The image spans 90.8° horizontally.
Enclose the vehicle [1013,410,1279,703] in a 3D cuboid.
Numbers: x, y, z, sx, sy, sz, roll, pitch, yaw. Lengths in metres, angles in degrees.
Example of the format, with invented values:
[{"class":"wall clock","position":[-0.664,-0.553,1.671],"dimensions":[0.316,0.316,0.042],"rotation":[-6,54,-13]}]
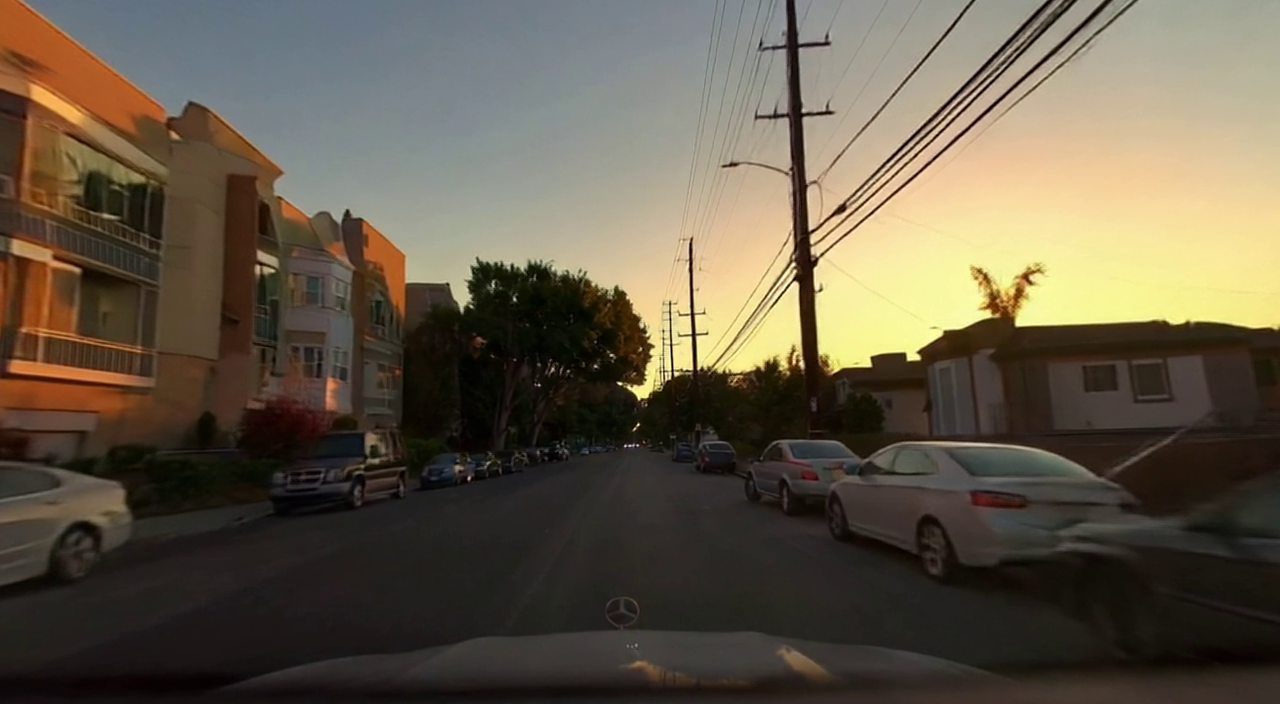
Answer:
[{"class":"vehicle","position":[3.844,0.939,2.227],"dimensions":[2.022,1.521,4.933],"rotation":[0,-9,0]}]

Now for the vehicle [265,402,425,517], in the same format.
[{"class":"vehicle","position":[-7.159,2.656,15.906],"dimensions":[1.889,2.463,4.142],"rotation":[0,-9,1]}]

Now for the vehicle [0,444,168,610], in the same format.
[{"class":"vehicle","position":[-7.244,1.757,6.123],"dimensions":[1.894,1.585,4.514],"rotation":[-3,-8,0]}]

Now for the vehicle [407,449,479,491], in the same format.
[{"class":"vehicle","position":[-7.796,4.676,25.371],"dimensions":[1.873,1.437,4.068],"rotation":[-1,-8,-4]}]

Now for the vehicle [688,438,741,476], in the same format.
[{"class":"vehicle","position":[3.567,5.134,31.082],"dimensions":[2.095,1.694,4.592],"rotation":[-1,-8,1]}]

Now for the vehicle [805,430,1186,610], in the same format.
[{"class":"vehicle","position":[3.773,1.850,8.007],"dimensions":[1.943,1.563,4.752],"rotation":[1,-9,-2]}]
